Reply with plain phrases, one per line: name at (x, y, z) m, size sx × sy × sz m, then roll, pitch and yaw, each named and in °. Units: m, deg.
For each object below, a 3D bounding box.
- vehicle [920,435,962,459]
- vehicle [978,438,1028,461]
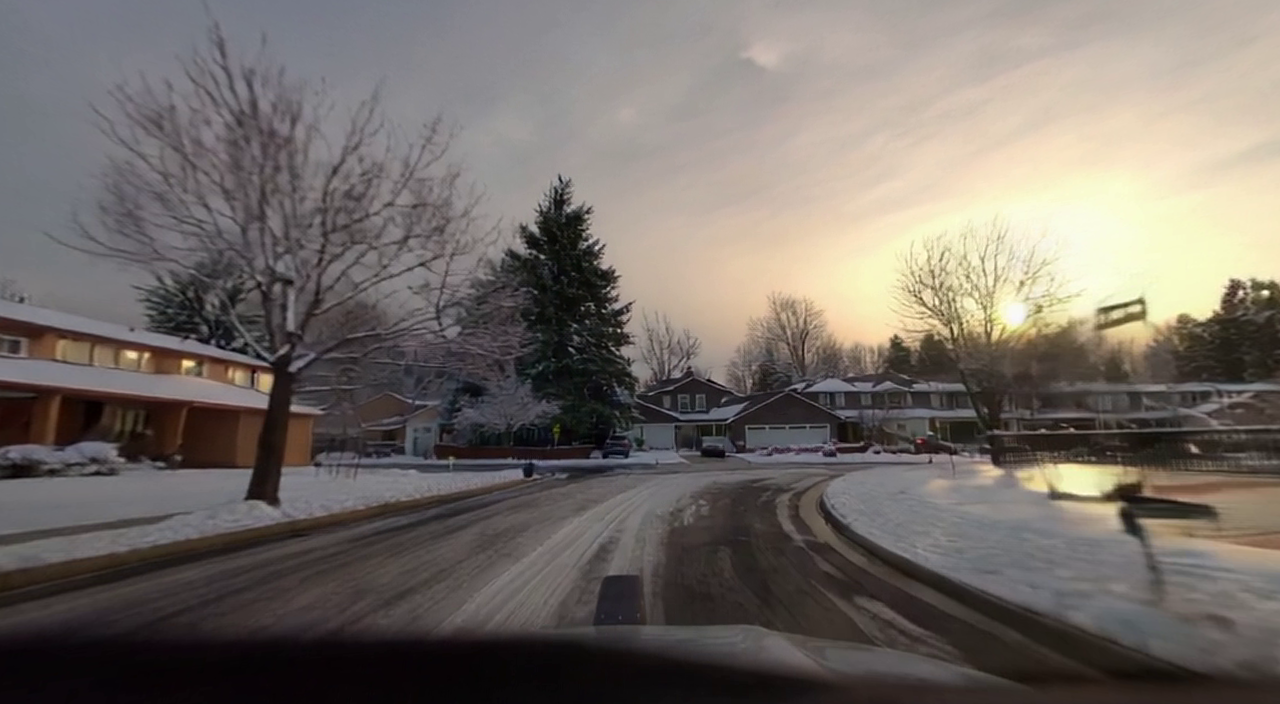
vehicle at (22.550, 7.154, 47.514) m, size 1.937 × 1.731 × 4.179 m, roll -2°, pitch -9°, yaw 13°
vehicle at (26.068, 7.033, 45.533) m, size 1.873 × 1.556 × 4.216 m, roll -2°, pitch -9°, yaw 12°
